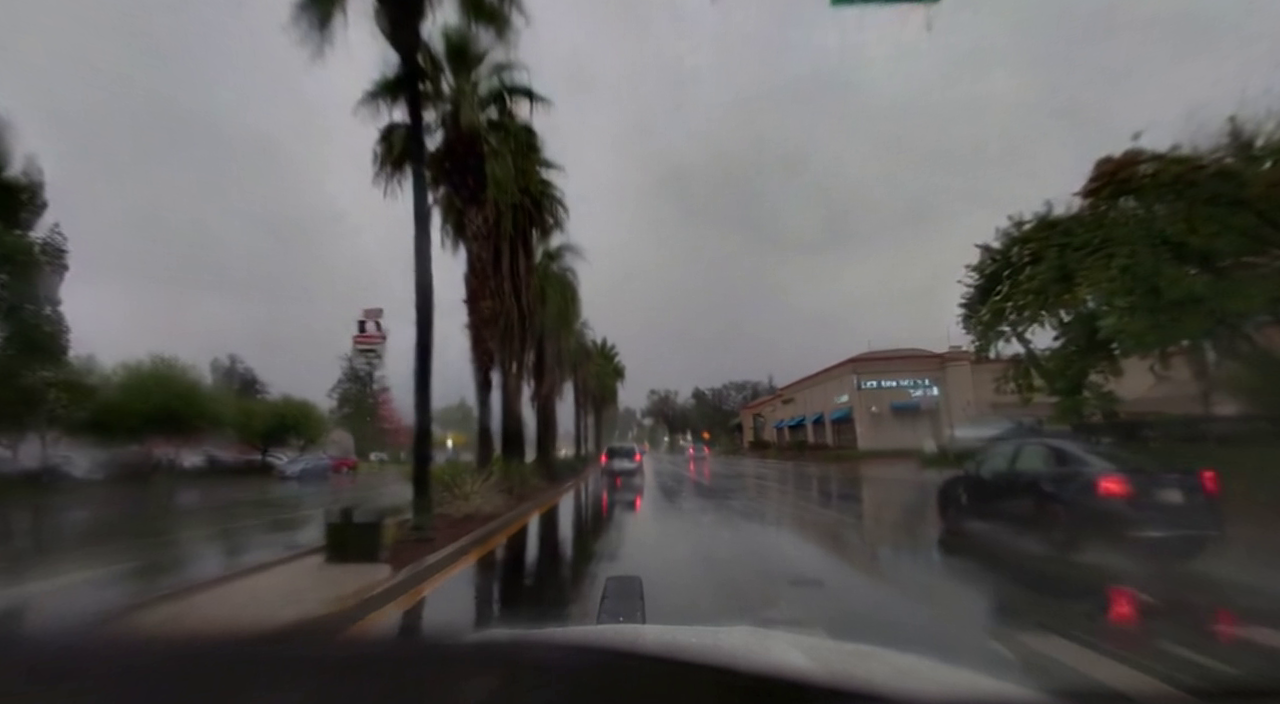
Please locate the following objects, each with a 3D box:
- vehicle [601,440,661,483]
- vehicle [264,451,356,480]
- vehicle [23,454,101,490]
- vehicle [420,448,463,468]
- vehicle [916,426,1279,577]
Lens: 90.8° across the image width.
[{"bbox_3d":[-0.328,4.191,24.403,2.106,1.496,3.964,0,-9,-1],"label":"vehicle"},{"bbox_3d":[-18.360,6.296,35.354,1.968,1.524,4.390,-2,-9,16],"label":"vehicle"},{"bbox_3d":[-26.599,5.437,29.018,4.497,1.488,2.033,-8,-12,41],"label":"vehicle"},{"bbox_3d":[-15.494,8.258,49.444,2.015,1.509,4.295,0,-9,-1],"label":"vehicle"},{"bbox_3d":[6.226,1.986,9.232,2.244,1.618,4.585,0,-9,-1],"label":"vehicle"}]
